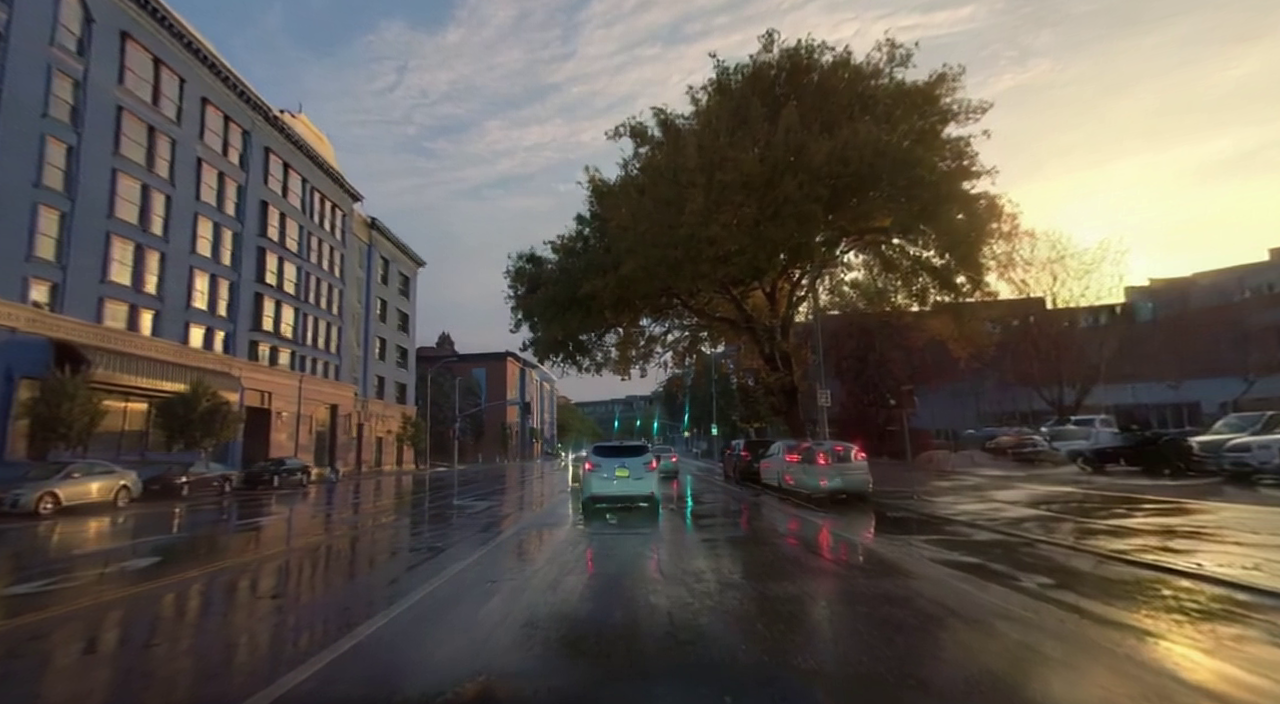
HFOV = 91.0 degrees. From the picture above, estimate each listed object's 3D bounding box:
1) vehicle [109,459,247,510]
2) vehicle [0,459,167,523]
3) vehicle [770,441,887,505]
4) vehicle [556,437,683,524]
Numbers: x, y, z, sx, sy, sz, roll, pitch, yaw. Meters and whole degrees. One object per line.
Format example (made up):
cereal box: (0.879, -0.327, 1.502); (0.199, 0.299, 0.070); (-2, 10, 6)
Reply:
vehicle: (-17.950, 5.143, 24.820); (2.011, 1.727, 4.449); (1, -9, 0)
vehicle: (-17.592, 4.244, 19.734); (1.909, 1.658, 4.559); (0, -9, 1)
vehicle: (4.935, 3.206, 17.134); (1.832, 1.491, 4.054); (1, -9, -1)
vehicle: (-0.362, 2.584, 13.217); (2.230, 1.518, 4.113); (0, -9, 0)
